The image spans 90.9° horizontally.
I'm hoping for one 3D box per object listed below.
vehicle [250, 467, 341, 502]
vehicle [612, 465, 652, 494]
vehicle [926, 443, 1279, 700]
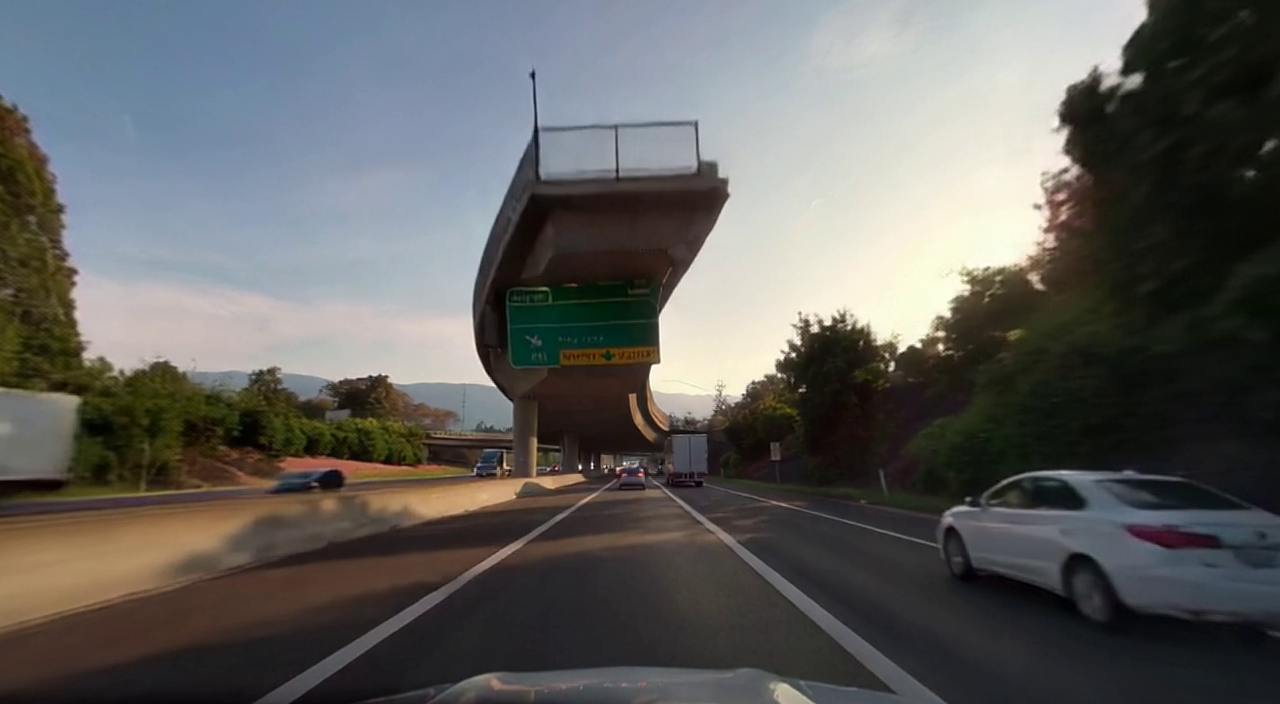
[{"bbox_3d":[-16.283,6.263,30.047,1.897,1.510,4.299,1,-10,0],"label":"vehicle"},{"bbox_3d":[-0.464,6.926,34.338,2.010,1.436,3.973,1,-10,-1],"label":"vehicle"},{"bbox_3d":[4.649,1.689,5.858,1.897,1.476,4.334,1,-10,-1],"label":"vehicle"}]
